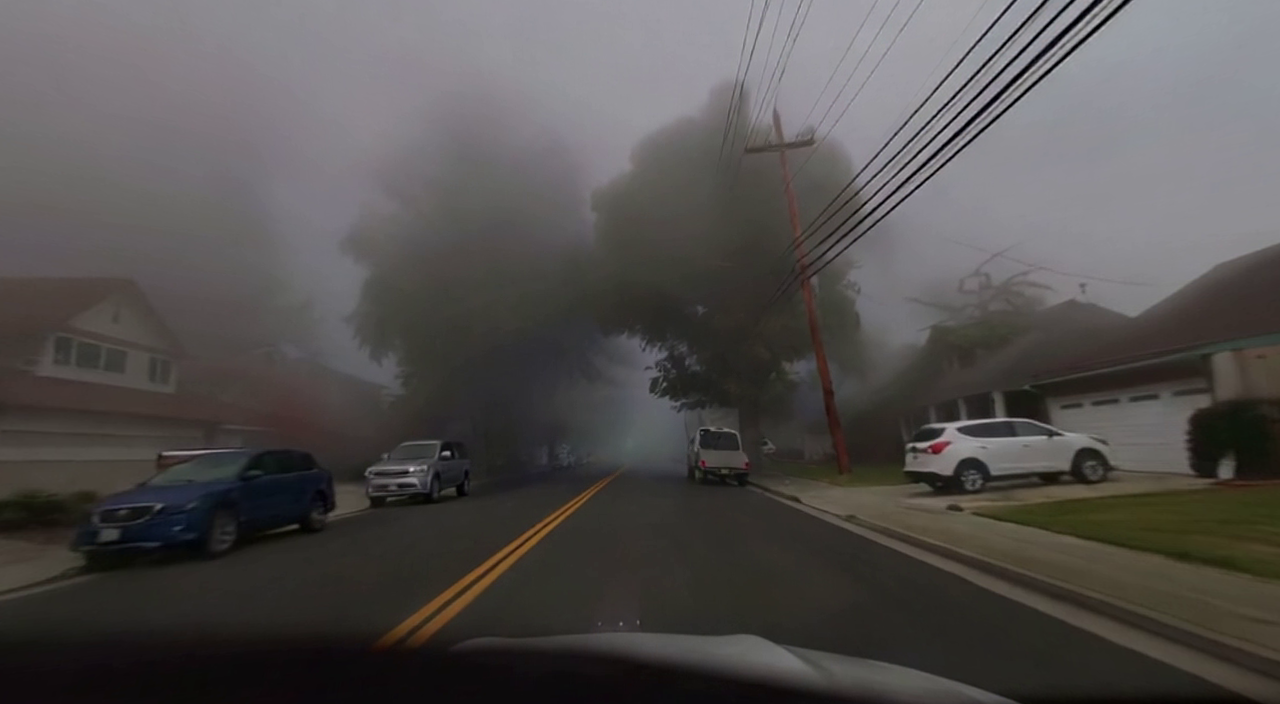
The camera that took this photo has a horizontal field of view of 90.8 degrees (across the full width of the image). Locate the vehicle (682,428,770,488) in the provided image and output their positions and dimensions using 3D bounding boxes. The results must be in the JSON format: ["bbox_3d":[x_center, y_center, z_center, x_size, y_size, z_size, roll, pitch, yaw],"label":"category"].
[{"bbox_3d":[3.021,3.872,23.554,2.203,1.952,5.111,0,-8,-4],"label":"vehicle"}]

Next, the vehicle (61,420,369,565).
[{"bbox_3d":[-6.532,2.290,10.572,2.046,1.777,4.473,-3,-11,0],"label":"vehicle"}]

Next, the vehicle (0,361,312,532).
[{"bbox_3d":[-11.498,2.336,16.071,2.781,3.221,7.995,1,-8,-6],"label":"vehicle"}]

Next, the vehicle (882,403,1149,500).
[{"bbox_3d":[8.094,2.254,14.004,4.489,1.812,2.056,-1,-13,-4],"label":"vehicle"}]

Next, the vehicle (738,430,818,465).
[{"bbox_3d":[8.462,5.938,39.016,4.421,1.836,1.956,-3,-12,0],"label":"vehicle"}]

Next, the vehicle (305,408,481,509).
[{"bbox_3d":[-6.421,3.045,17.514,2.269,2.229,6.042,-3,-12,2],"label":"vehicle"}]
